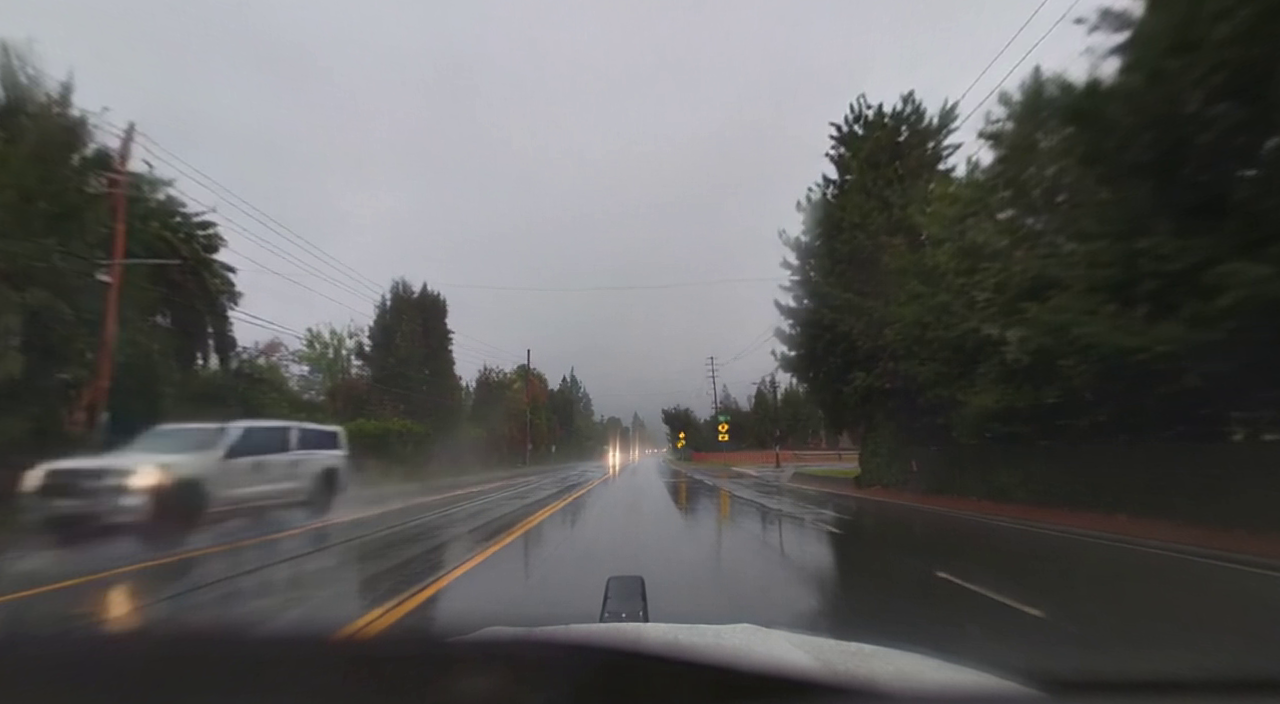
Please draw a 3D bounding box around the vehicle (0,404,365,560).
[{"bbox_3d":[-7.848,2.238,11.708,2.766,2.122,5.753,-1,-8,1],"label":"vehicle"}]
